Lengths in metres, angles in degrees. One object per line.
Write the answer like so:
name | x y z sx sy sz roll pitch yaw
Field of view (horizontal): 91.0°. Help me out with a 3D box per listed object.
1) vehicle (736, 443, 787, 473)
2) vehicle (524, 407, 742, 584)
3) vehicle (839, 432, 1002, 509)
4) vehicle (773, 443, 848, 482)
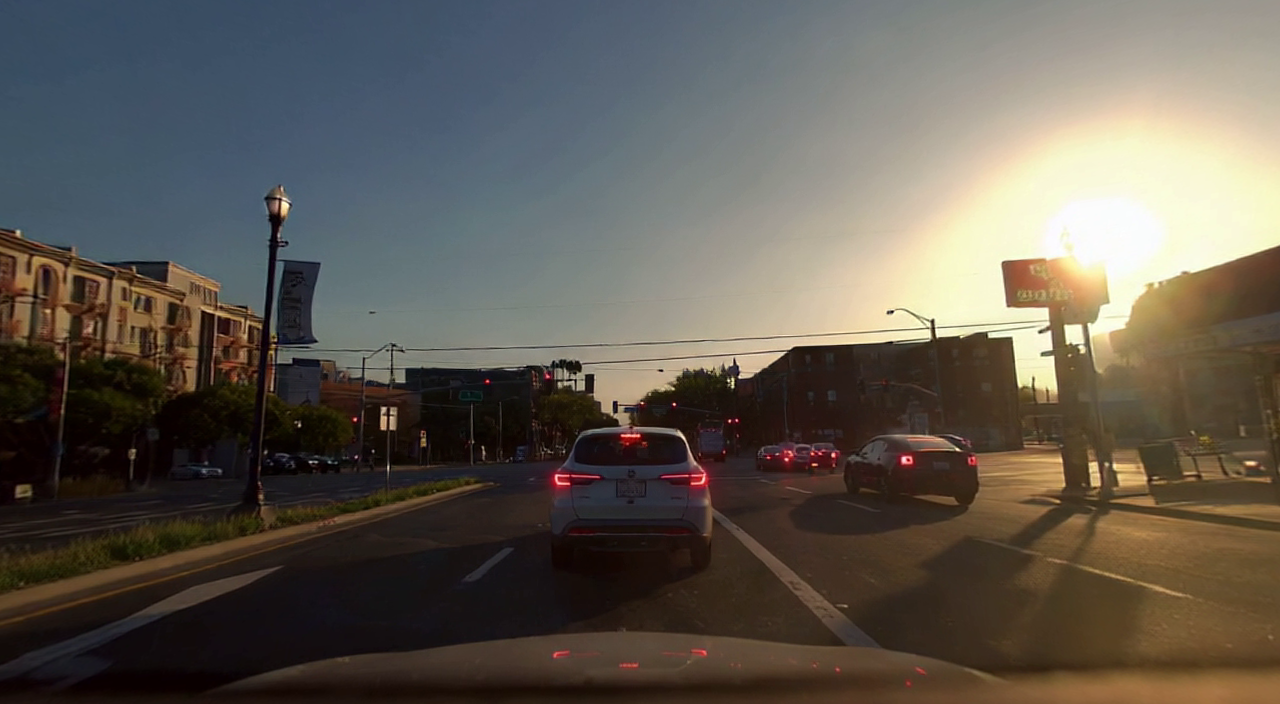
vehicle | 6.364 5.575 33.413 1.961 1.477 4.454 0 -8 2
vehicle | -0.052 1.689 8.131 2.115 1.700 3.901 0 -8 1
vehicle | 6.796 2.904 15.928 2.072 1.652 4.611 0 -8 1
vehicle | 6.874 4.467 25.814 1.833 1.452 4.237 0 -9 0
